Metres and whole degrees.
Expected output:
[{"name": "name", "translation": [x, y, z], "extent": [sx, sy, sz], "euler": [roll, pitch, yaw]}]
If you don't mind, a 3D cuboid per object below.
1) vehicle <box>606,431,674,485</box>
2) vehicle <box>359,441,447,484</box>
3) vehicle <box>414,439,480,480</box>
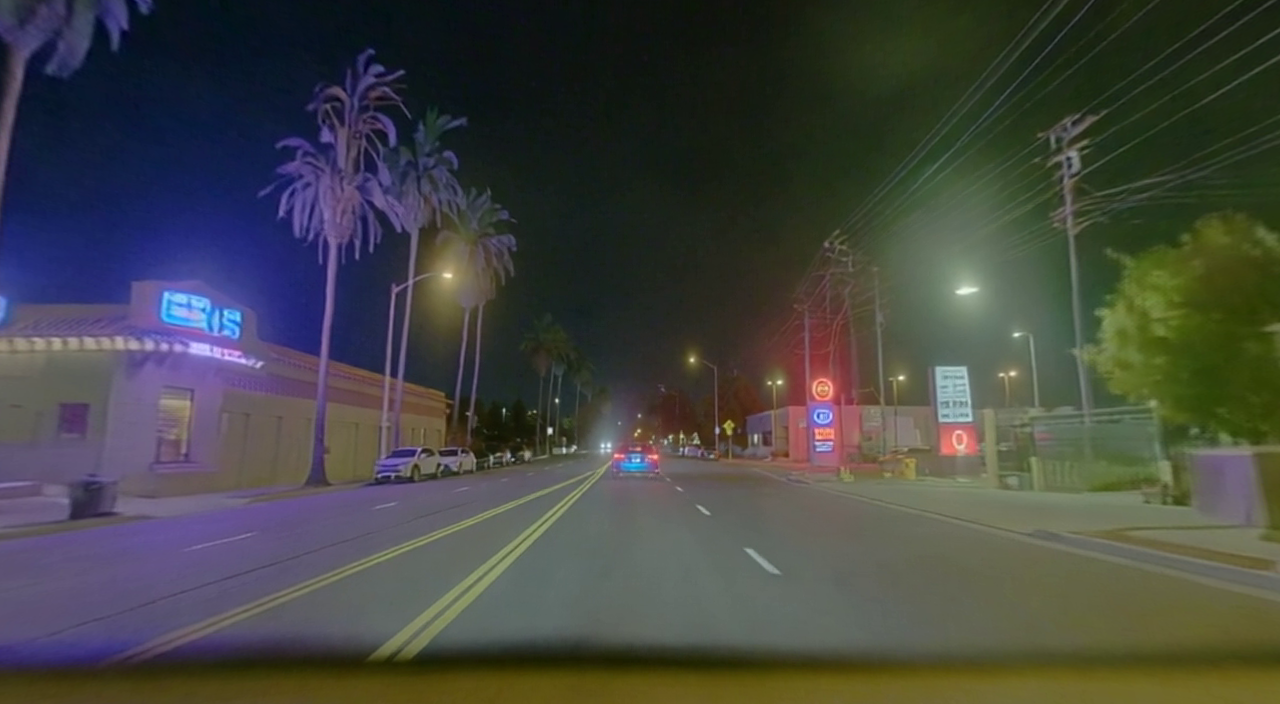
[{"name": "vehicle", "translation": [-0.041, 3.885, 23.359], "extent": [2.264, 1.798, 4.563], "euler": [0, -8, -1]}, {"name": "vehicle", "translation": [-10.194, 4.776, 27.536], "extent": [2.075, 1.693, 4.696], "euler": [0, -8, -1]}, {"name": "vehicle", "translation": [-10.176, 5.663, 33.587], "extent": [1.992, 1.744, 4.896], "euler": [-1, -6, 0]}]
